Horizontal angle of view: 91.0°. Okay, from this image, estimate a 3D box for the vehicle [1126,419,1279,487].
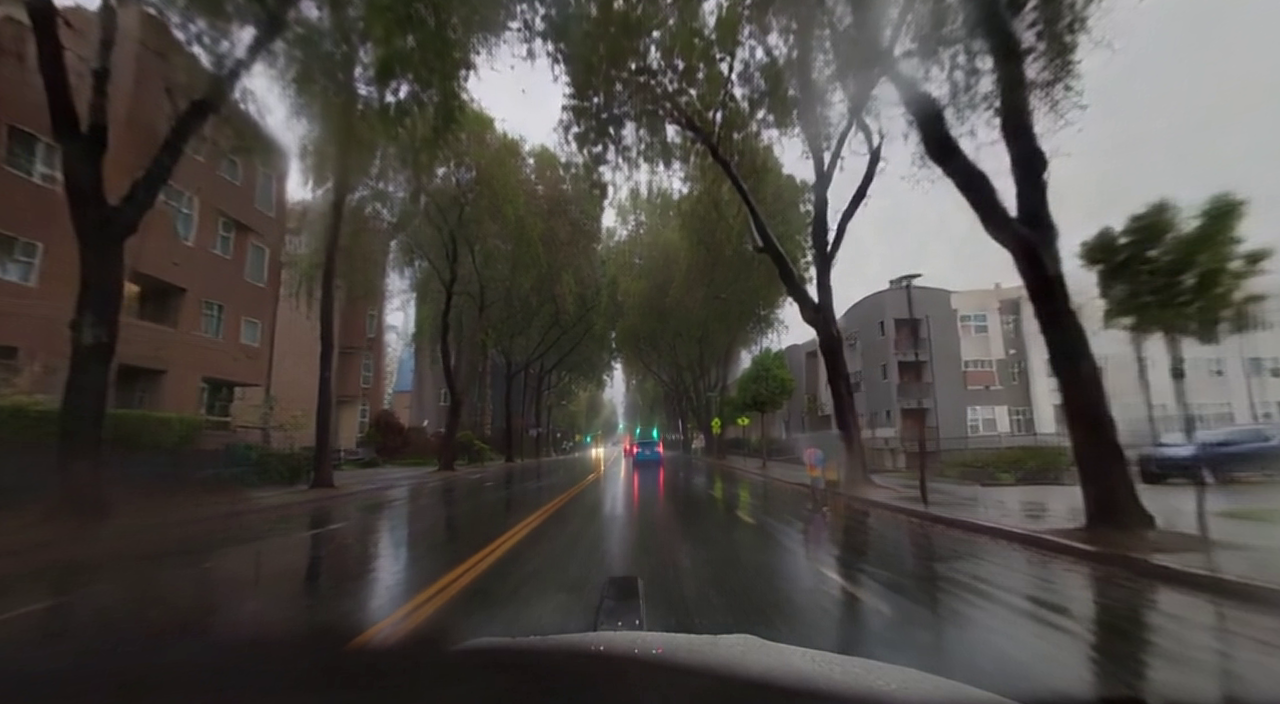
[{"bbox_3d":[17.215,2.921,18.276,4.237,1.819,2.245,0,-9,0],"label":"vehicle"}]

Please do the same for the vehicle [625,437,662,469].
[{"bbox_3d":[0.208,5.655,35.338,1.981,1.703,3.691,0,-9,0],"label":"vehicle"}]
